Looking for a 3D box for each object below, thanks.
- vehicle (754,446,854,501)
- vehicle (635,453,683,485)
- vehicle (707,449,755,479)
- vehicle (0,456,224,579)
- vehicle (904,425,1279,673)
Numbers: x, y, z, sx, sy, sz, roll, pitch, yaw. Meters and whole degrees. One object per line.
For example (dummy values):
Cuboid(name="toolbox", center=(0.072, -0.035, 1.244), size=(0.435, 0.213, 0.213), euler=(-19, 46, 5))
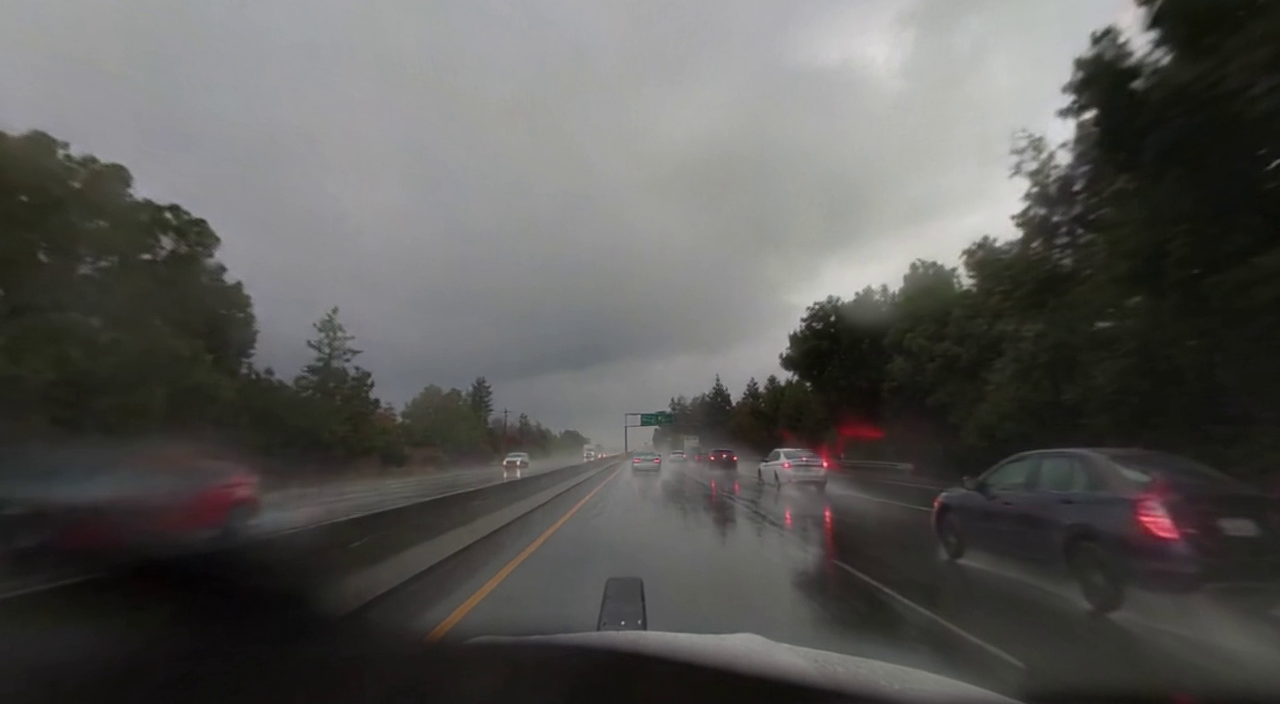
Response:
Cuboid(name="vehicle", center=(4.873, 3.684, 19.483), size=(1.827, 1.462, 4.697), euler=(0, -9, 0))
Cuboid(name="vehicle", center=(0.827, 5.204, 28.298), size=(2.012, 1.320, 3.777), euler=(0, -9, 1))
Cuboid(name="vehicle", center=(4.887, 6.069, 34.293), size=(1.952, 1.495, 3.740), euler=(0, -9, -1))
Cuboid(name="vehicle", center=(-8.578, 2.306, 9.528), size=(1.866, 1.427, 3.871), euler=(0, -9, 0))
Cuboid(name="vehicle", center=(4.561, 1.534, 6.103), size=(2.007, 1.451, 4.587), euler=(0, -9, 0))
